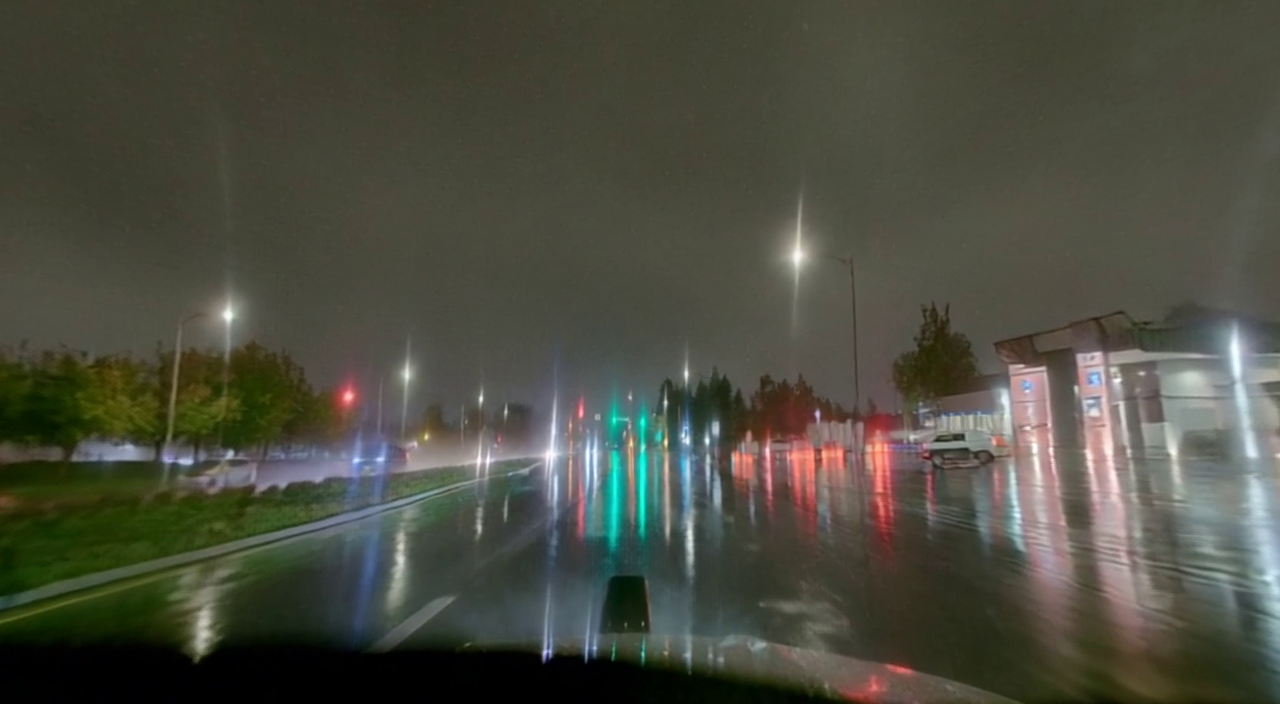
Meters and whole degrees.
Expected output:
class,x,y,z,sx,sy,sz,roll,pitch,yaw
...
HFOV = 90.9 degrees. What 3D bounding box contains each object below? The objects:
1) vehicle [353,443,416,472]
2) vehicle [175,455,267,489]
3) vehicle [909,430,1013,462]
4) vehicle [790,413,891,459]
class,x,y,z,sx,sy,sz,roll,pitch,yaw
vehicle,-15.757,6.509,39.171,2.015,1.607,5.241,0,-8,-4
vehicle,-23.432,6.686,35.482,1.957,1.672,4.743,0,-8,-1
vehicle,17.086,5.024,33.749,4.450,1.643,1.996,0,-8,-1
vehicle,15.702,6.651,49.797,6.641,3.391,3.387,-1,-9,-5
